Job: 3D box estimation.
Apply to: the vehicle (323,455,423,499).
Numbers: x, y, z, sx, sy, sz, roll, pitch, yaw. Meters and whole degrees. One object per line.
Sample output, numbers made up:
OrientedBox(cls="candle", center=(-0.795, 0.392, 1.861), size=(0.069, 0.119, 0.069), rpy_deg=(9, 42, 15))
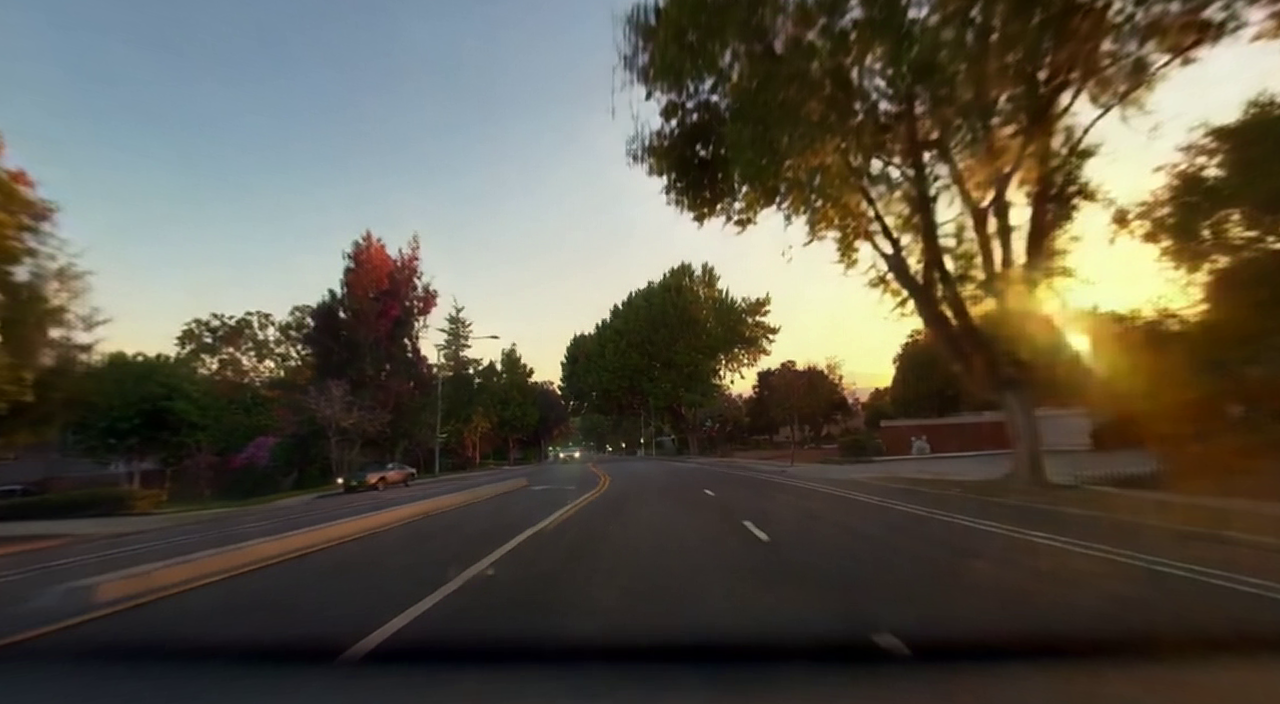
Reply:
OrientedBox(cls="vehicle", center=(-12.003, 5.635, 28.845), size=(2.066, 1.681, 5.292), rpy_deg=(-1, -8, 3))
